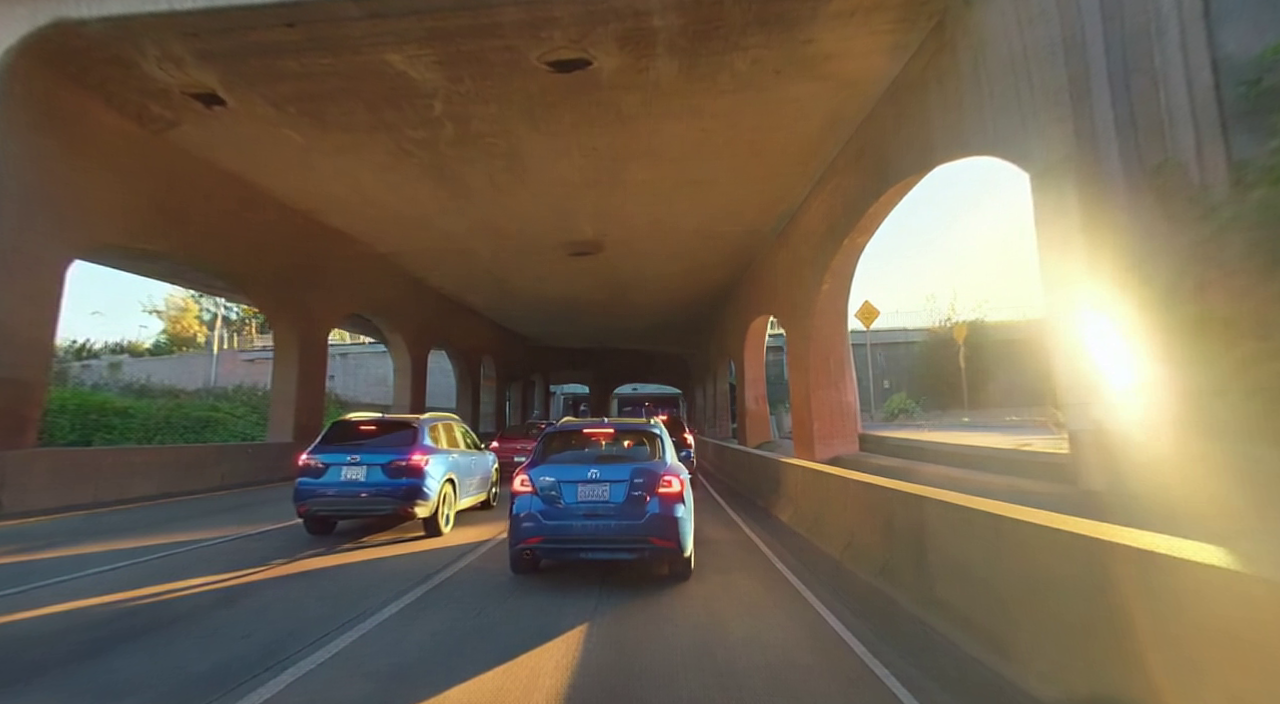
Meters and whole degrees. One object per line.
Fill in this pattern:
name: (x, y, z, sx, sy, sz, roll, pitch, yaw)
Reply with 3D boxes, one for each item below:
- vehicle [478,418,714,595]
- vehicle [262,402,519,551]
vehicle: (-0.274, 1.621, 7.487, 2.020, 1.478, 4.092, -1, -8, 3)
vehicle: (-3.437, 1.827, 9.890, 2.017, 1.761, 4.572, 0, -8, 2)
